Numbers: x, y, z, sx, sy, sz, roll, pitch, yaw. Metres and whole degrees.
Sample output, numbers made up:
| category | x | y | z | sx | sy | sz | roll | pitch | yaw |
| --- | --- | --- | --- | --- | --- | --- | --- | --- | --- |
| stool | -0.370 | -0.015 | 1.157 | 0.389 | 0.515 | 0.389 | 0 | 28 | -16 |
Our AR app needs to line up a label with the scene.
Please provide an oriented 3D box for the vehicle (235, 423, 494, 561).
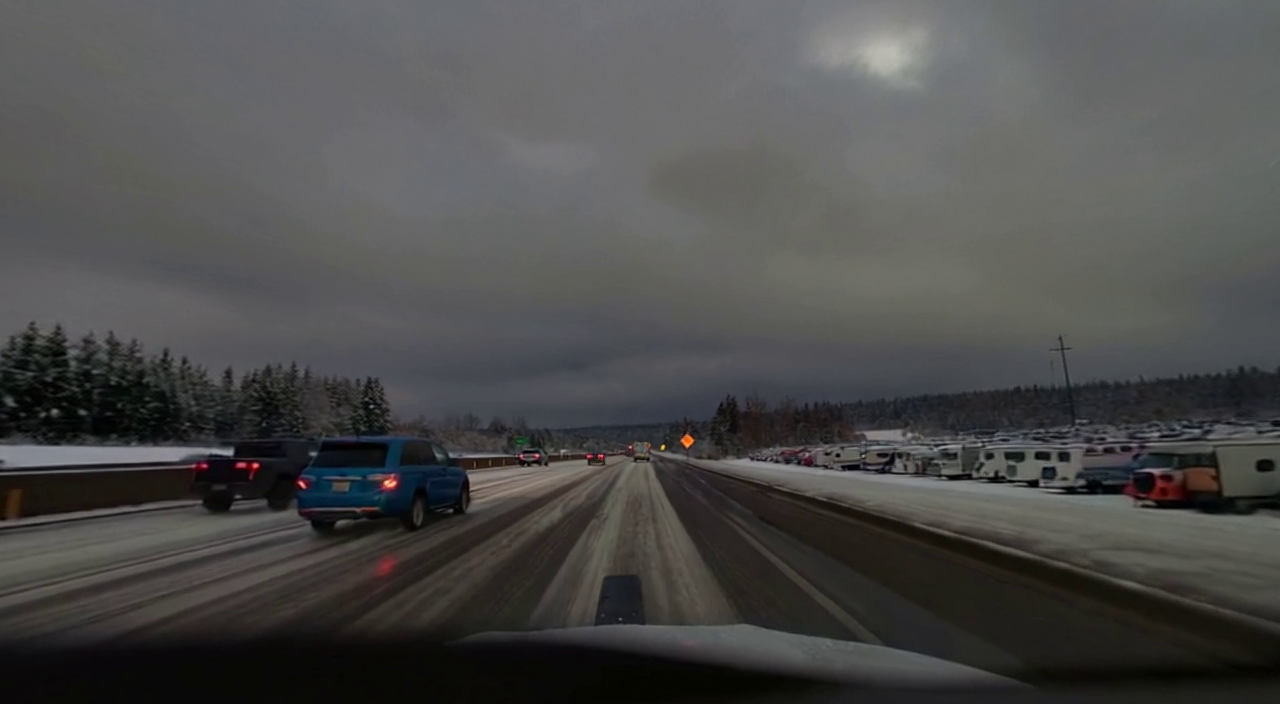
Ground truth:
| category | x | y | z | sx | sy | sz | roll | pitch | yaw |
| --- | --- | --- | --- | --- | --- | --- | --- | --- | --- |
| vehicle | -3.895 | 2.047 | 9.918 | 2.070 | 1.665 | 4.213 | 0 | -9 | 1 |

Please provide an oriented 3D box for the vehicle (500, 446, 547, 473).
| category | x | y | z | sx | sy | sz | roll | pitch | yaw |
| --- | --- | --- | --- | --- | --- | --- | --- | --- | --- |
| vehicle | -7.416 | 6.846 | 40.384 | 2.046 | 1.644 | 4.422 | 0 | -9 | 2 |
